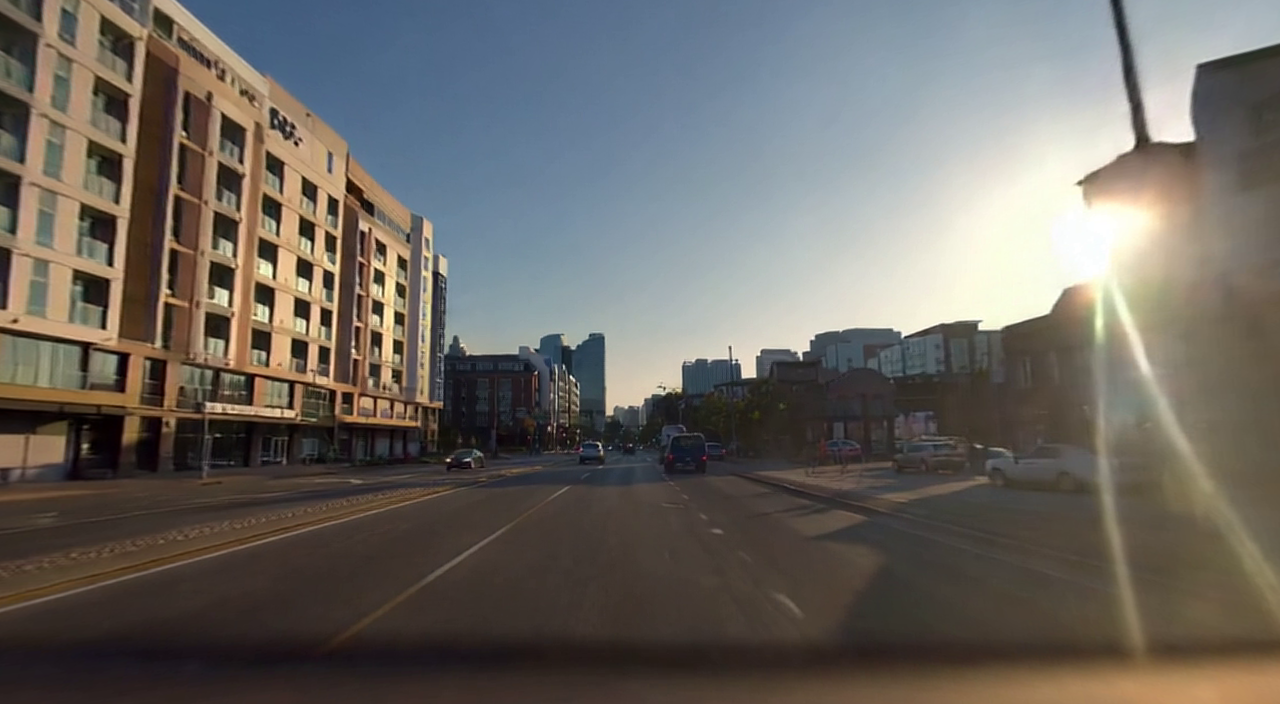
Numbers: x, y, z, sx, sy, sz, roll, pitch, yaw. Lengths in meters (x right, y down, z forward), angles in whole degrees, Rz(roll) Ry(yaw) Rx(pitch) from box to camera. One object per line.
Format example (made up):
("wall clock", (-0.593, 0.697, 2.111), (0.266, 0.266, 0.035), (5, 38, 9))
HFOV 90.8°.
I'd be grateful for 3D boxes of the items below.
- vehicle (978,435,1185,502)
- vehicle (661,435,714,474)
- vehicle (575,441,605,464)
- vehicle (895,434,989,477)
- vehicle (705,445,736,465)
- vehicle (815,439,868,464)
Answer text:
("vehicle", (11.967, 3.155, 17.659), (1.954, 1.483, 4.742), (-2, -8, -7))
("vehicle", (2.259, 5.097, 31.681), (2.130, 1.787, 5.126), (0, -9, -2))
("vehicle", (-3.685, 7.517, 47.323), (2.046, 1.617, 4.601), (0, -9, -1))
("vehicle", (14.163, 4.896, 30.006), (2.019, 1.819, 4.909), (0, -9, 1))
("vehicle", (6.268, 8.068, 49.594), (1.795, 1.459, 4.333), (0, -9, -2))
("vehicle", (14.356, 7.104, 45.321), (1.975, 1.648, 4.451), (1, -8, -5))
